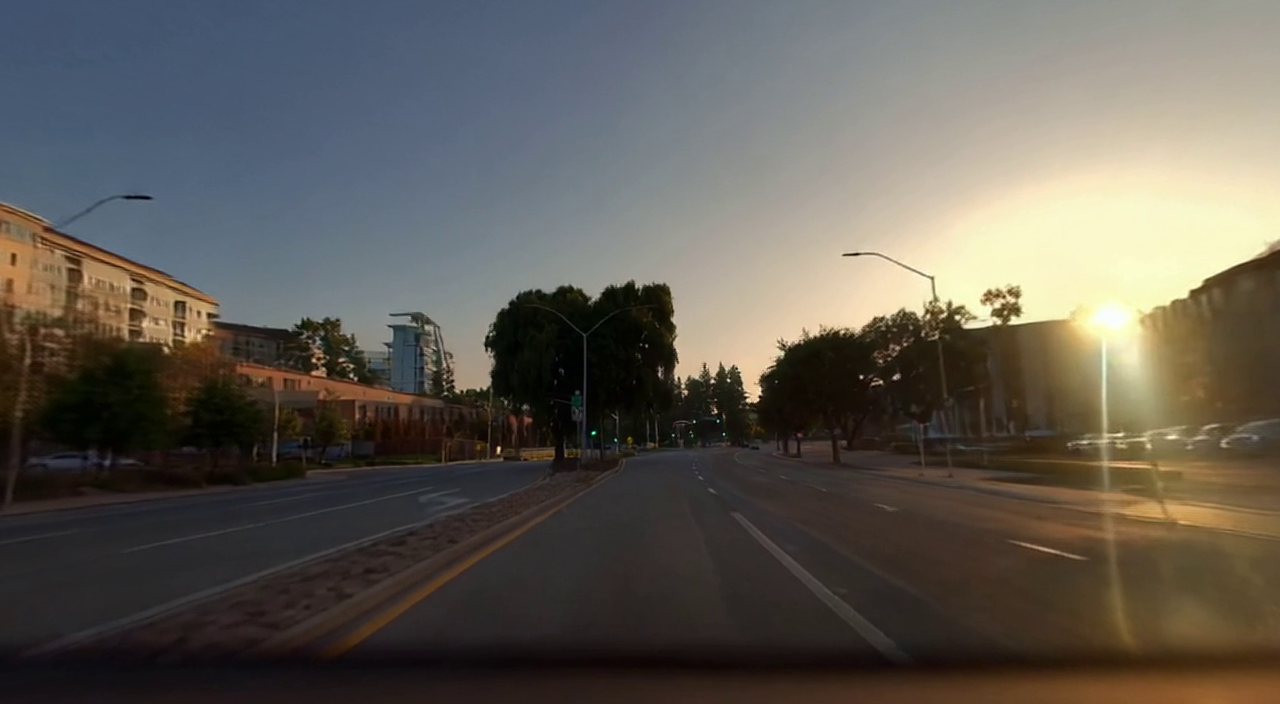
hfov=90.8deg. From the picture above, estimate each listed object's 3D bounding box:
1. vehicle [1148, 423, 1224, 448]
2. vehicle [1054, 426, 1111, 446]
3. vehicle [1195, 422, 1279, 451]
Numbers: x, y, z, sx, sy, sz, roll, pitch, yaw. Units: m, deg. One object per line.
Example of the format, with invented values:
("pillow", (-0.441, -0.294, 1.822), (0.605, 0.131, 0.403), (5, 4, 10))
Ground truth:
("vehicle", (33.871, 5.203, 39.224), (3.693, 1.473, 1.643), (2, -8, -14))
("vehicle", (33.141, 6.305, 47.291), (3.328, 1.385, 1.570), (1, -9, -14))
("vehicle", (35.161, 4.971, 36.959), (3.934, 1.500, 1.956), (0, -9, -13))
